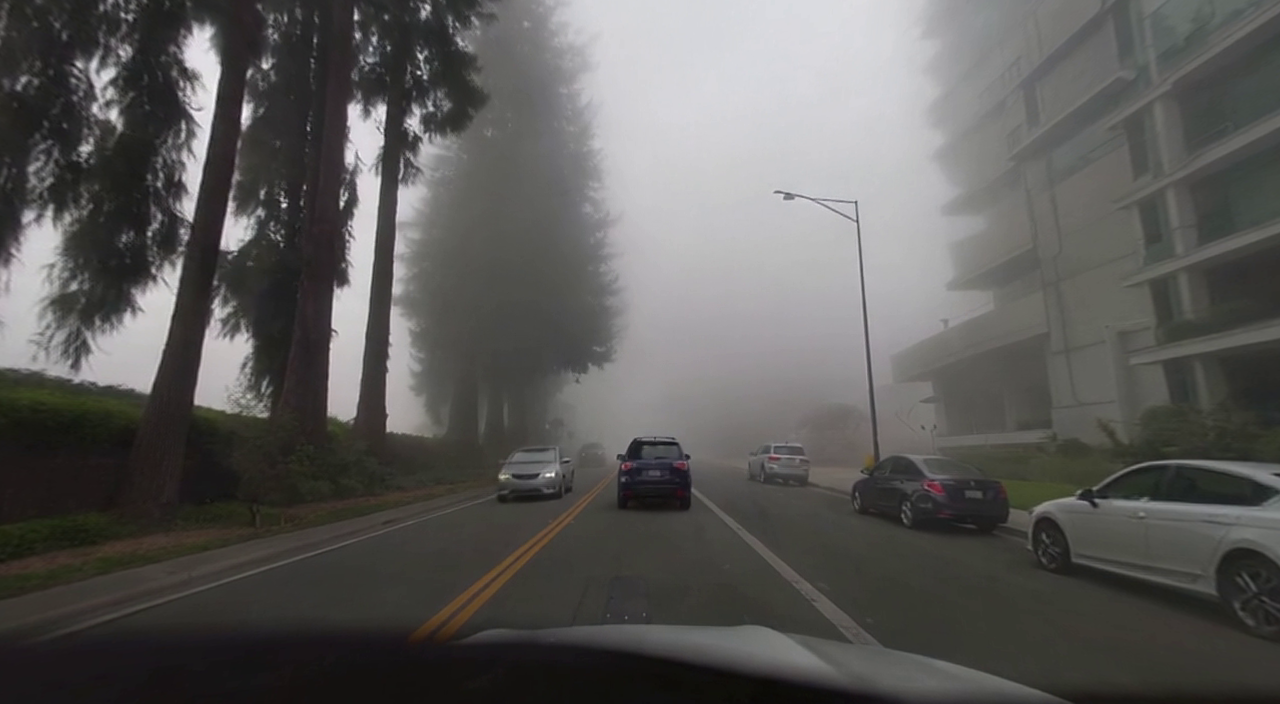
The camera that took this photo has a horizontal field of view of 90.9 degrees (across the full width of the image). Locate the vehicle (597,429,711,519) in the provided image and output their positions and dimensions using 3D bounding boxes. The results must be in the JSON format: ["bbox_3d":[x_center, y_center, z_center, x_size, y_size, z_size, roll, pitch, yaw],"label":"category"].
[{"bbox_3d":[0.293,2.564,13.686,2.105,1.653,3.887,0,-9,1],"label":"vehicle"}]

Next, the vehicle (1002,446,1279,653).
[{"bbox_3d":[5.532,1.591,5.646,1.809,1.478,4.623,0,-9,0],"label":"vehicle"}]

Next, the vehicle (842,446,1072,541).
[{"bbox_3d":[5.678,2.552,12.193,1.852,1.452,4.852,0,-9,-1],"label":"vehicle"}]

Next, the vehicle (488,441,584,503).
[{"bbox_3d":[-2.779,3.315,17.854,1.979,1.534,4.076,0,-9,1],"label":"vehicle"}]

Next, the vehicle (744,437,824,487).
[{"bbox_3d":[5.664,4.388,25.405,2.059,1.813,4.637,0,-9,-1],"label":"vehicle"}]
